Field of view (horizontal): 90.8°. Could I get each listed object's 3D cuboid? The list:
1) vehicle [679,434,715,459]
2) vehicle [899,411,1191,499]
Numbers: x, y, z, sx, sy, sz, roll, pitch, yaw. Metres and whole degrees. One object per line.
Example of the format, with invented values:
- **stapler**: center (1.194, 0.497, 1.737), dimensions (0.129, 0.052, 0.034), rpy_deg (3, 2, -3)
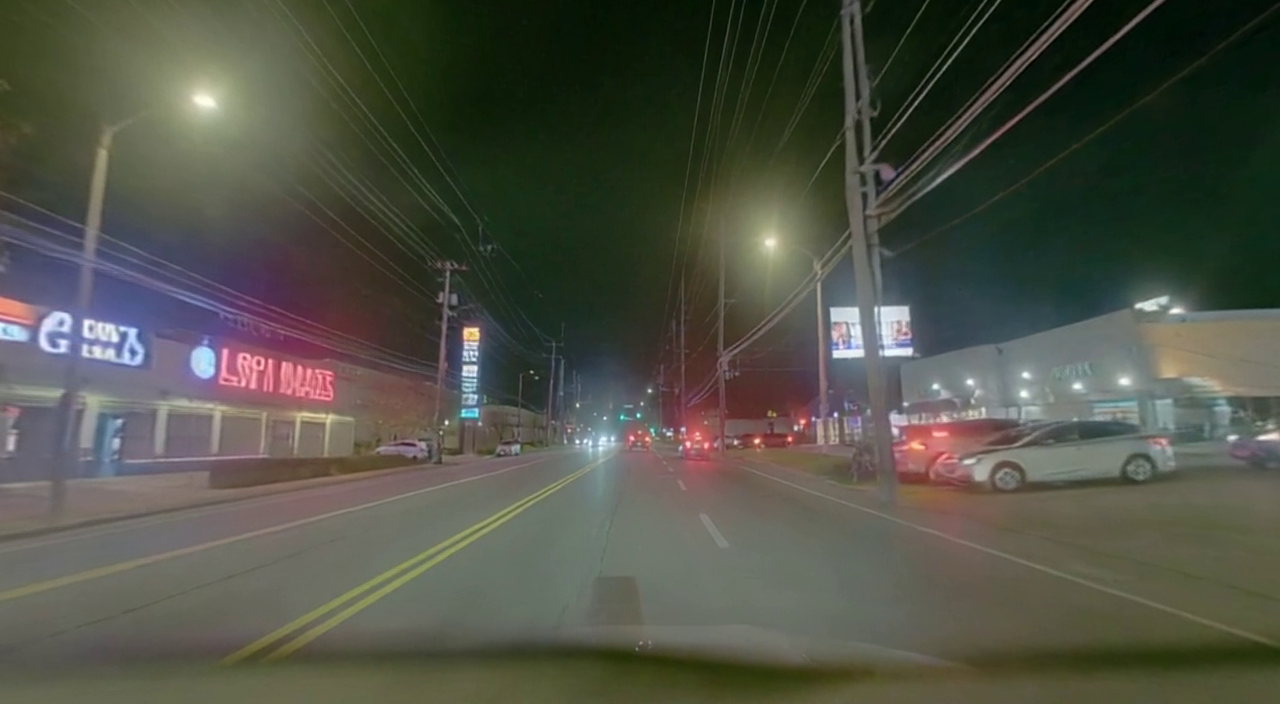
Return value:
- **vehicle**: center (3.611, 6.104, 40.823), dimensions (1.926, 1.482, 4.442), rpy_deg (0, -8, 0)
- **vehicle**: center (10.078, 2.599, 16.203), dimensions (5.771, 2.013, 2.414), rpy_deg (-1, -8, 0)
